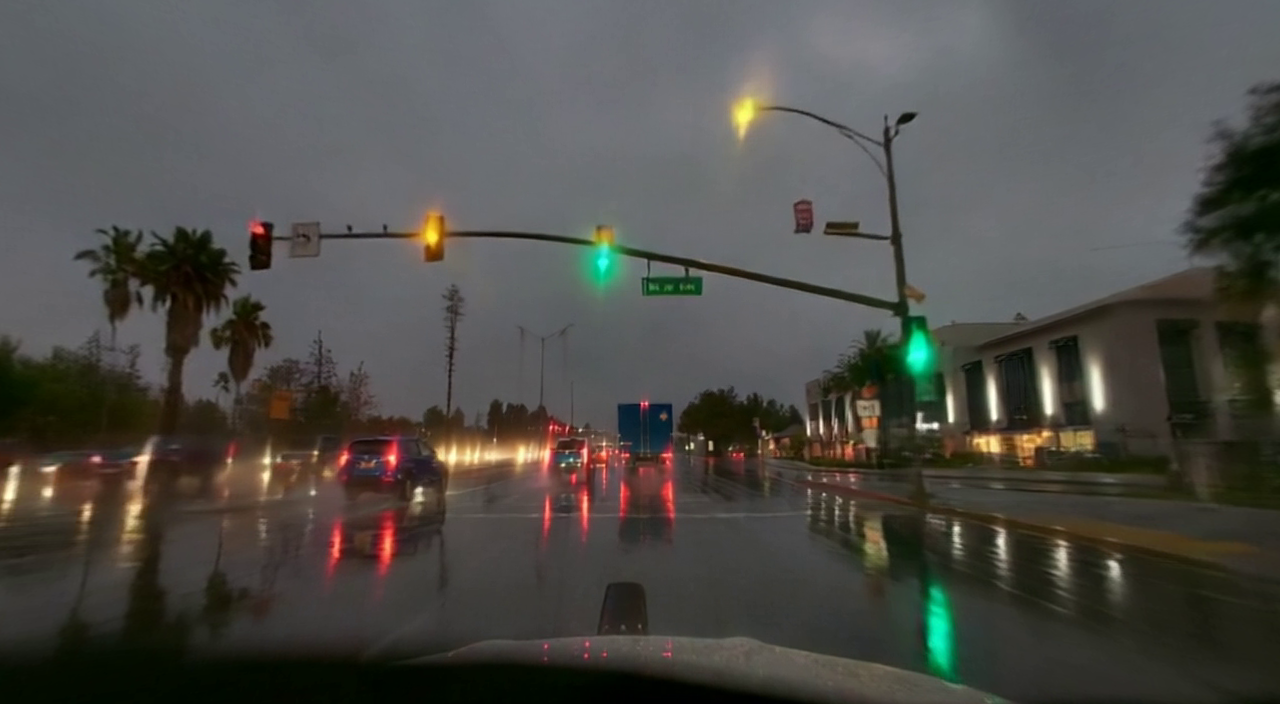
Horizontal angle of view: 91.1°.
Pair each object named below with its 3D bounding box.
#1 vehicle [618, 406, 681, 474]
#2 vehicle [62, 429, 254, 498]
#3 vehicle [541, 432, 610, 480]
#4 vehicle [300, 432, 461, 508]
[{"bbox_3d":[0.513,4.696,33.323,2.993,3.235,6.692,0,-8,1],"label":"vehicle"},{"bbox_3d":[-14.651,3.483,19.574,2.040,1.745,4.899,-3,-10,1],"label":"vehicle"},{"bbox_3d":[-2.593,4.352,26.526,2.178,1.826,4.933,0,-8,2],"label":"vehicle"},{"bbox_3d":[-6.328,2.920,16.043,2.045,1.630,4.680,0,-8,1],"label":"vehicle"}]
